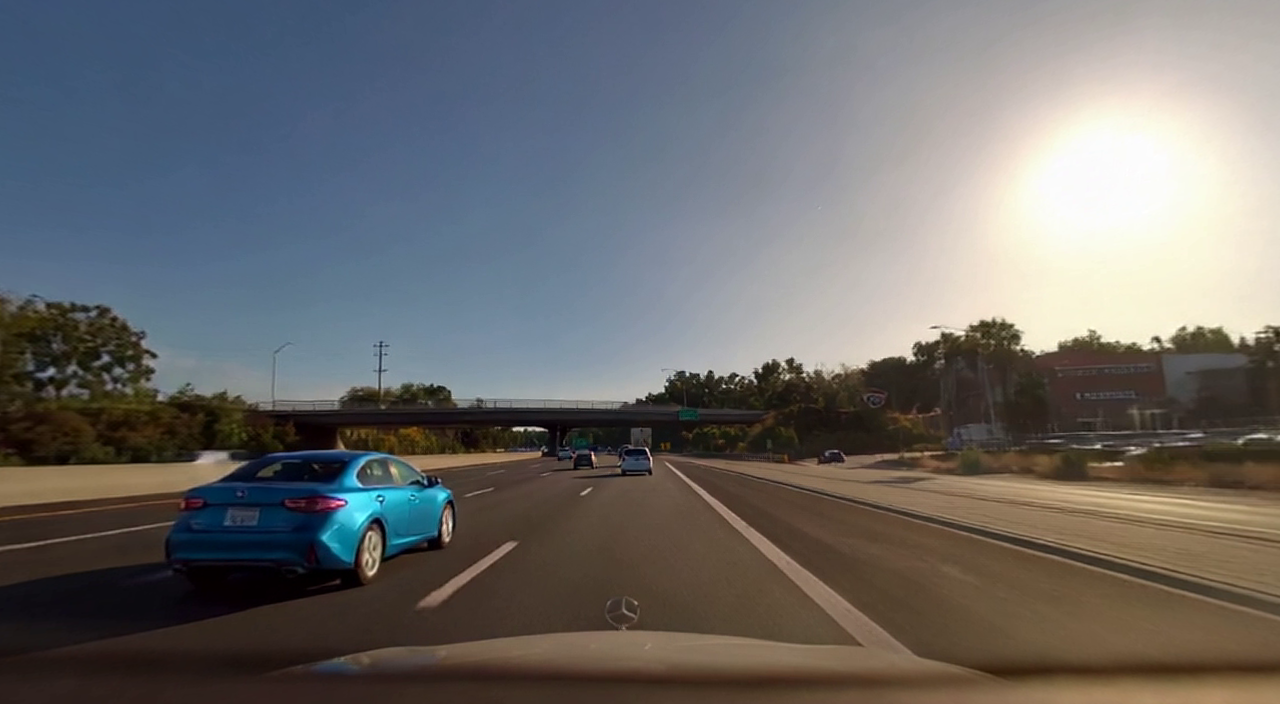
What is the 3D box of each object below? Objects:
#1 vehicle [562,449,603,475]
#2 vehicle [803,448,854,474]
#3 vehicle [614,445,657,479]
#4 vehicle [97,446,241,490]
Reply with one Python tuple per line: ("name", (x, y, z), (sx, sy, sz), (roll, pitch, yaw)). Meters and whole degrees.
("vehicle", (-3.601, 7.020, 40.283), (2.071, 1.553, 4.388), (0, -9, 2))
("vehicle", (13.720, 7.953, 46.143), (2.246, 1.760, 4.640), (0, -9, -1))
("vehicle", (-0.191, 5.757, 33.149), (2.102, 1.692, 4.057), (0, -9, 1))
("vehicle", (-18.753, 4.621, 25.424), (2.210, 1.597, 4.597), (0, -9, 0))
